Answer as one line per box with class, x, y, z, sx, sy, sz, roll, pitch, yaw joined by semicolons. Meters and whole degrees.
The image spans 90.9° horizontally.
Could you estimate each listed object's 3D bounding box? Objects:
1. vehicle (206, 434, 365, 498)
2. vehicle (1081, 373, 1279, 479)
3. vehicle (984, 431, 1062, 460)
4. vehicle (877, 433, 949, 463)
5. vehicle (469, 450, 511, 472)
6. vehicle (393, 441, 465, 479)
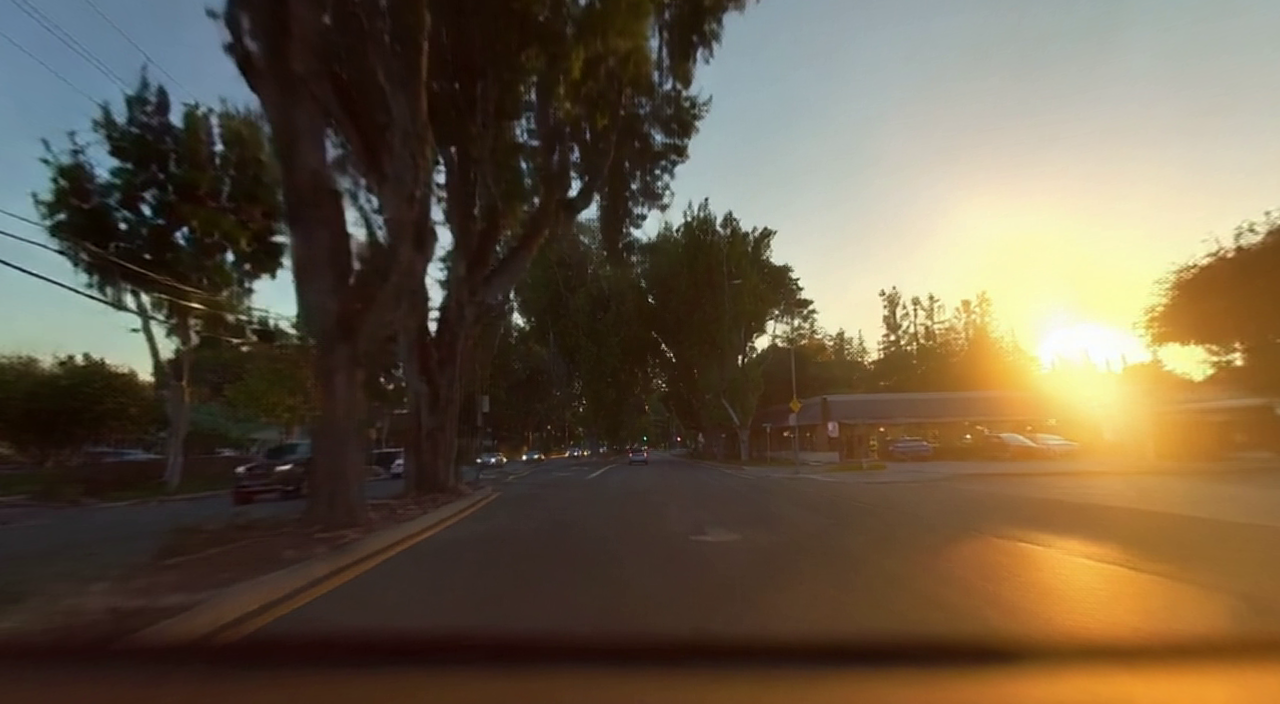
vehicle;-10.743;3.471;19.646;2.189;1.747;4.651;0;-8;1
vehicle;19.047;2.318;19.533;8.462;3.012;2.906;0;-8;0
vehicle;24.268;5.989;40.198;1.996;1.723;4.576;0;-10;-1
vehicle;16.996;6.052;39.593;2.021;1.753;4.941;0;-9;-4
vehicle;-10.847;7.901;45.914;1.873;1.516;4.339;0;-8;1
vehicle;-10.726;5.490;32.381;2.000;1.817;4.624;0;-8;1
